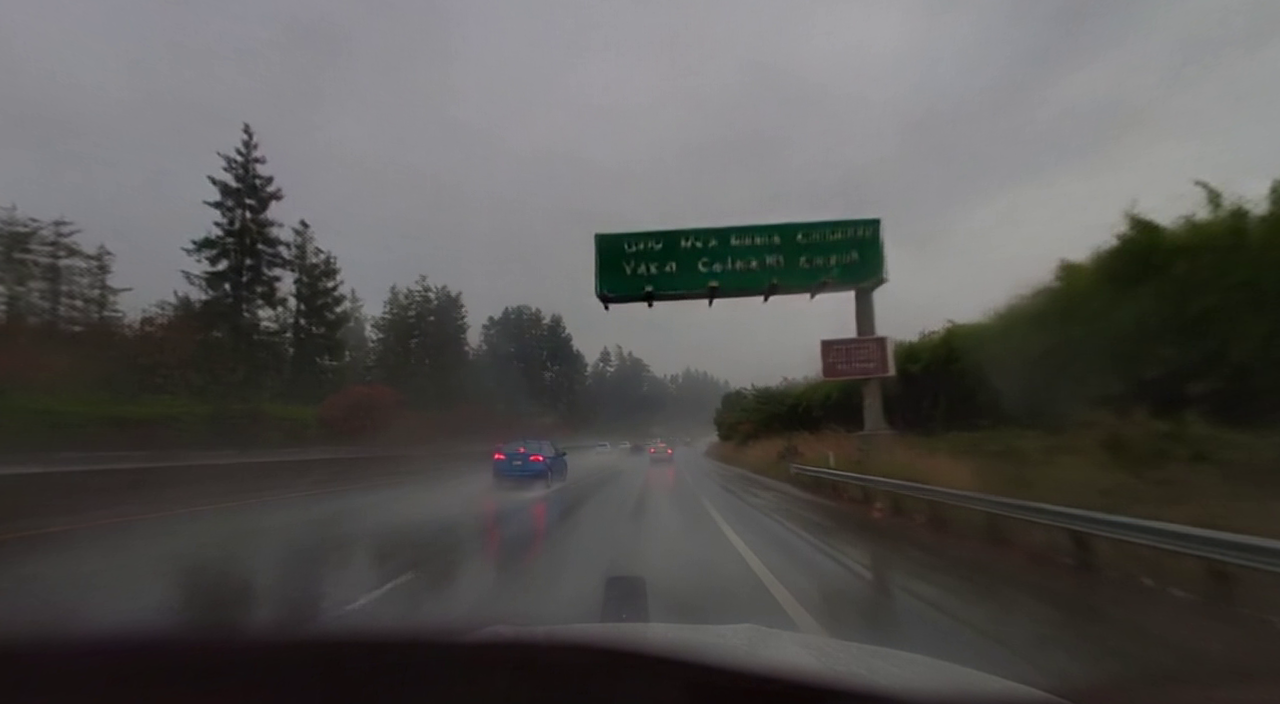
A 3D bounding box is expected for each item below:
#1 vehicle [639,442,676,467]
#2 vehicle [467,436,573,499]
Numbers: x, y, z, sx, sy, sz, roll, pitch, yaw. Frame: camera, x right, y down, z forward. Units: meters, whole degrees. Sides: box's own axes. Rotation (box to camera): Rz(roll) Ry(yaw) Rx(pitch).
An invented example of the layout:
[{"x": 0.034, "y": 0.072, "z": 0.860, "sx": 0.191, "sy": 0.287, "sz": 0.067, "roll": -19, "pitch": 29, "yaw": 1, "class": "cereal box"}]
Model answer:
[{"x": 1.141, "y": 6.311, "z": 39.078, "sx": 2.113, "sy": 1.464, "sz": 4.073, "roll": 0, "pitch": -8, "yaw": 3, "class": "vehicle"}, {"x": -3.201, "y": 3.181, "z": 17.880, "sx": 2.024, "sy": 1.531, "sz": 4.431, "roll": 0, "pitch": -8, "yaw": 1, "class": "vehicle"}]
